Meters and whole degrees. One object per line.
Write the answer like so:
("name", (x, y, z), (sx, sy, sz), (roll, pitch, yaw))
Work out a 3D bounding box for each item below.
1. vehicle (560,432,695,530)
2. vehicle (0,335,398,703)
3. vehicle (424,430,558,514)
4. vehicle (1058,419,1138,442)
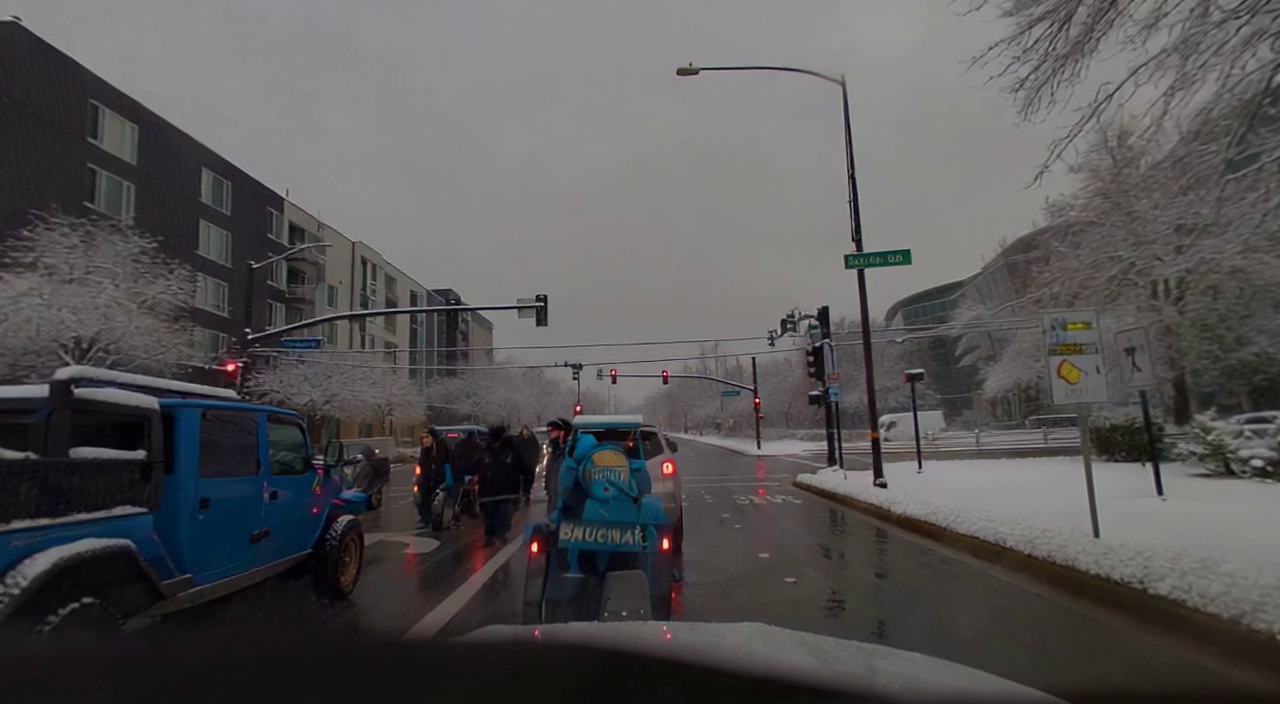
("vehicle", (-0.149, 2.258, 11.559), (2.025, 1.458, 4.085), (0, -8, 1))
("vehicle", (-3.614, 1.128, 4.455), (2.000, 1.809, 4.405), (0, -8, 0))
("vehicle", (-3.179, 2.655, 14.372), (1.935, 1.615, 4.073), (-1, -8, 2))
("vehicle", (30.694, 5.278, 42.129), (1.751, 1.420, 4.027), (8, -12, -43))
